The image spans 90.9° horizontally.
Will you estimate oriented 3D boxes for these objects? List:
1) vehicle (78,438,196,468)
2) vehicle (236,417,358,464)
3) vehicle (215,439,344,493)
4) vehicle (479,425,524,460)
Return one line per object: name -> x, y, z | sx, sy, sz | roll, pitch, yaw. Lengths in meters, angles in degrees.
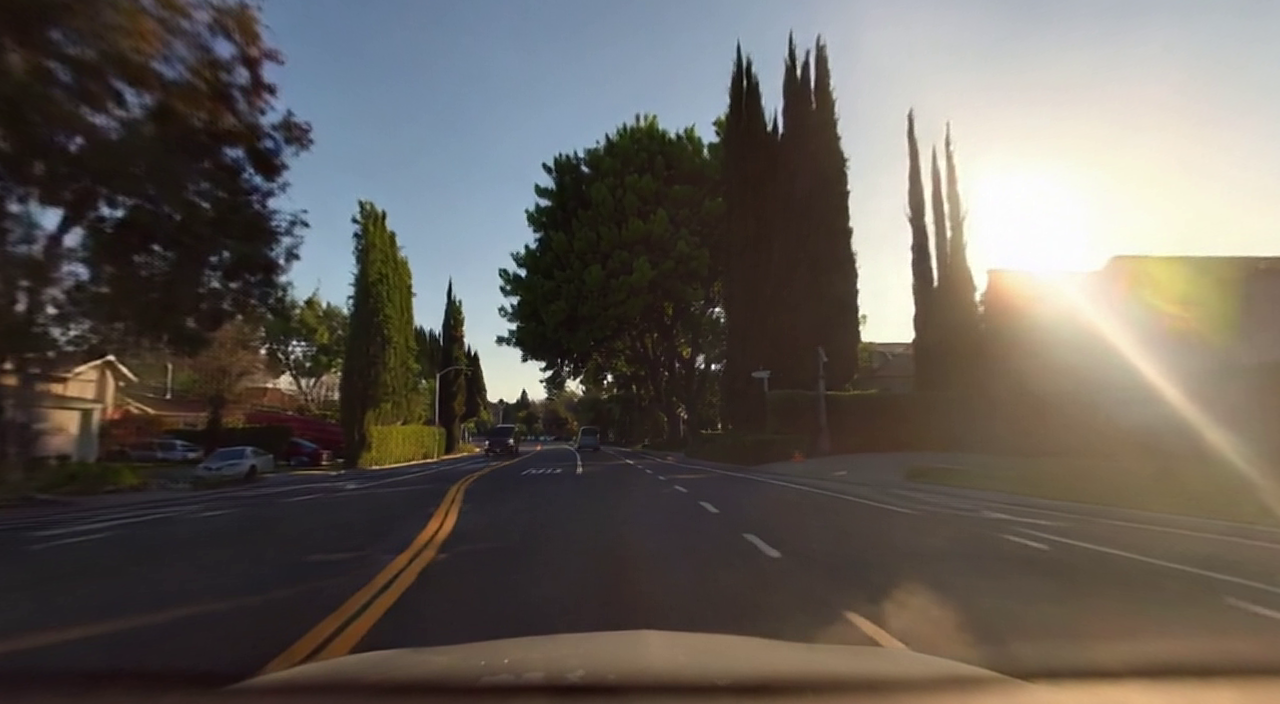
vehicle -> -25.347, 5.093, 31.872 | 4.450, 1.482, 1.948 | -1, -8, 5
vehicle -> -21.426, 5.533, 39.532 | 6.474, 2.781, 2.364 | -1, -8, 9
vehicle -> -12.348, 3.877, 21.952 | 1.881, 1.655, 4.177 | -1, -8, 2
vehicle -> -8.693, 5.730, 40.005 | 2.281, 2.069, 4.797 | 1, -8, -7
